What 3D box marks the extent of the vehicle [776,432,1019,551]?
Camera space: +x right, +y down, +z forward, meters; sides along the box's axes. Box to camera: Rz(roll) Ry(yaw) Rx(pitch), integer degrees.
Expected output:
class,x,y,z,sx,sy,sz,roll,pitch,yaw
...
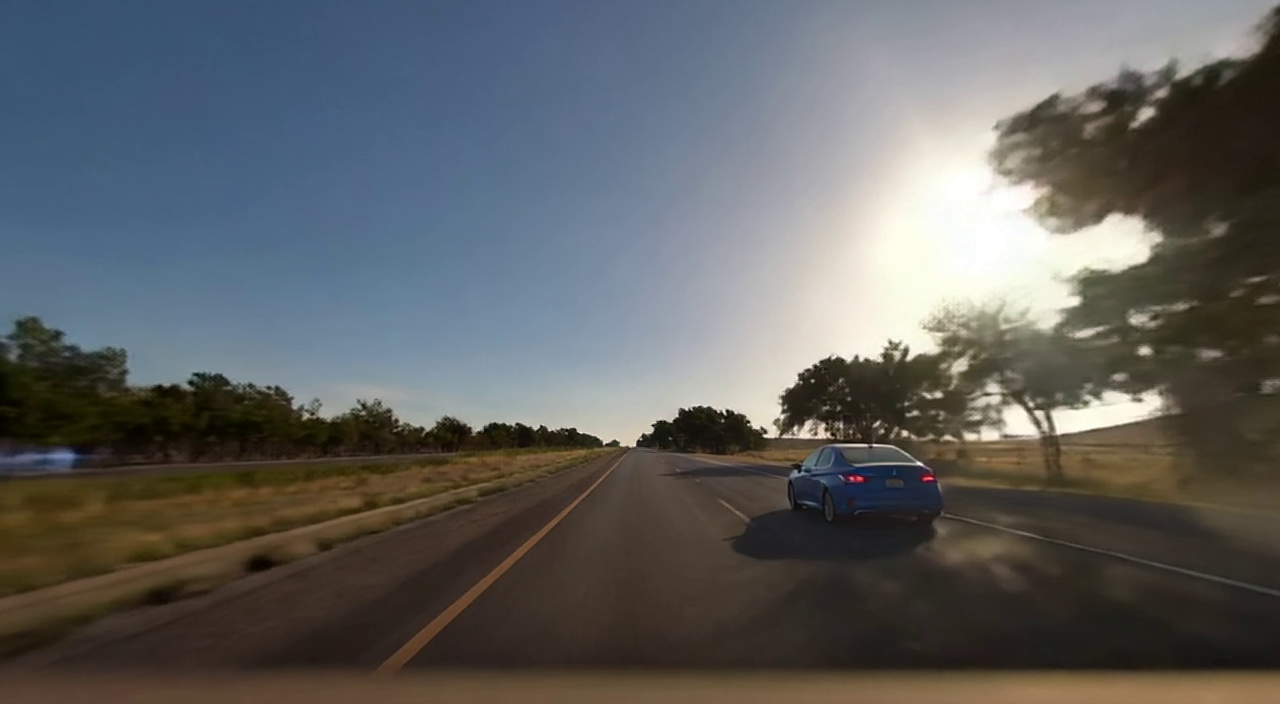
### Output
class,x,y,z,sx,sy,sz,roll,pitch,yaw
vehicle,3.711,2.082,10.176,2.003,1.466,4.441,0,-8,0
